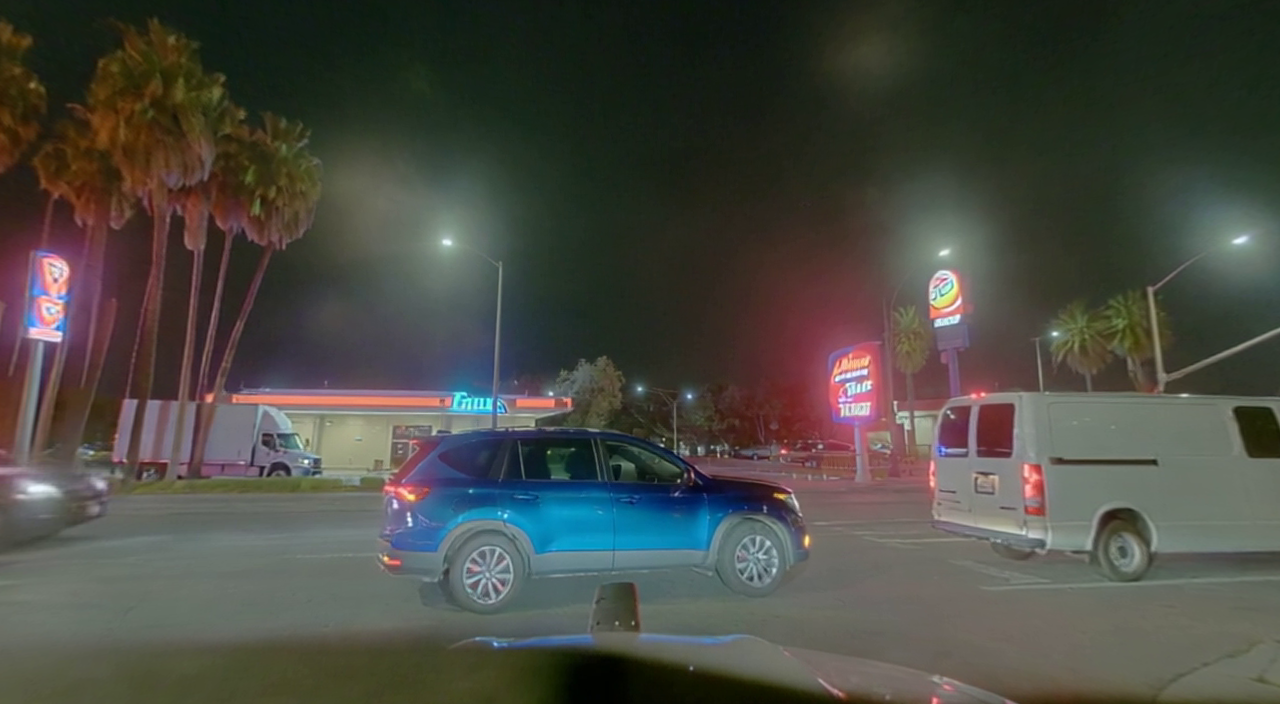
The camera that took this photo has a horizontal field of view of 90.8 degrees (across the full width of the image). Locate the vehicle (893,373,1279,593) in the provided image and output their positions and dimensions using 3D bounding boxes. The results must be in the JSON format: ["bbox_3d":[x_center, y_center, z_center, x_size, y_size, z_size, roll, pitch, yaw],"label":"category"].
[{"bbox_3d":[6.782,1.528,7.930,6.246,2.202,2.277,1,-9,-7],"label":"vehicle"}]

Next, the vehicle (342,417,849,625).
[{"bbox_3d":[-0.421,1.624,6.764,4.493,1.728,2.137,1,-9,-8],"label":"vehicle"}]

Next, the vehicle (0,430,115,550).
[{"bbox_3d":[-10.970,1.999,9.396,4.280,1.625,2.062,1,-9,-7],"label":"vehicle"}]

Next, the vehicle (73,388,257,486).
[{"bbox_3d":[-21.537,4.017,29.444,3.034,3.929,7.699,1,-9,-6],"label":"vehicle"}]
